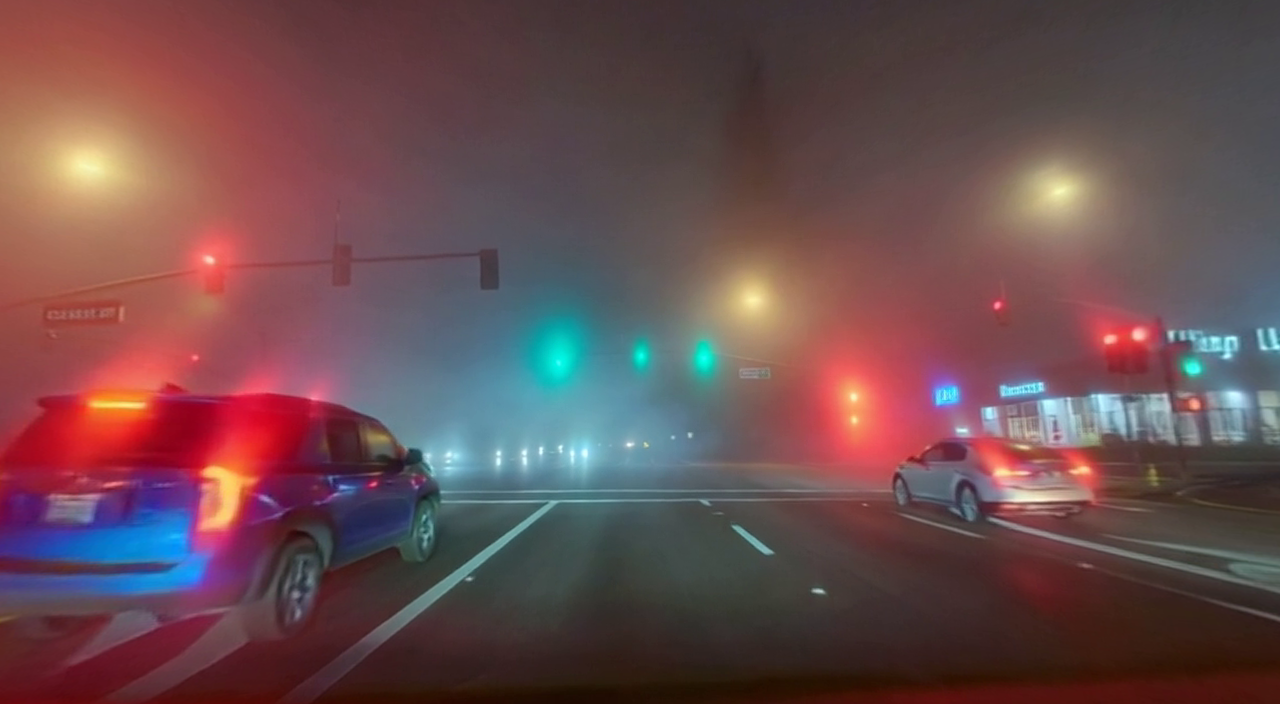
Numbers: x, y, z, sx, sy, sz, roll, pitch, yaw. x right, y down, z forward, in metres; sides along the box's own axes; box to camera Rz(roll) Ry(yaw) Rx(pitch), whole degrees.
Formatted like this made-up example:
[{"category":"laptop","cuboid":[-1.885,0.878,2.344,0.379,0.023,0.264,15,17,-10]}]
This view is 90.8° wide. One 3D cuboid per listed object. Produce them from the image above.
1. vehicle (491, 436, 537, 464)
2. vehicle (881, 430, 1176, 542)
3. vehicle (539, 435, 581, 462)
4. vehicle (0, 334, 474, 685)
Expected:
[{"category":"vehicle","cuboid":[-8.591,6.757,43.601,2.273,1.791,4.809,0,-8,-1]},{"category":"vehicle","cuboid":[6.124,2.150,10.880,1.972,1.476,4.775,0,-8,-1]},{"category":"vehicle","cuboid":[-5.603,6.865,44.917,2.384,1.787,5.038,0,-8,-1]},{"category":"vehicle","cuboid":[-3.367,1.201,5.962,2.313,1.883,5.016,0,-9,-1]}]
